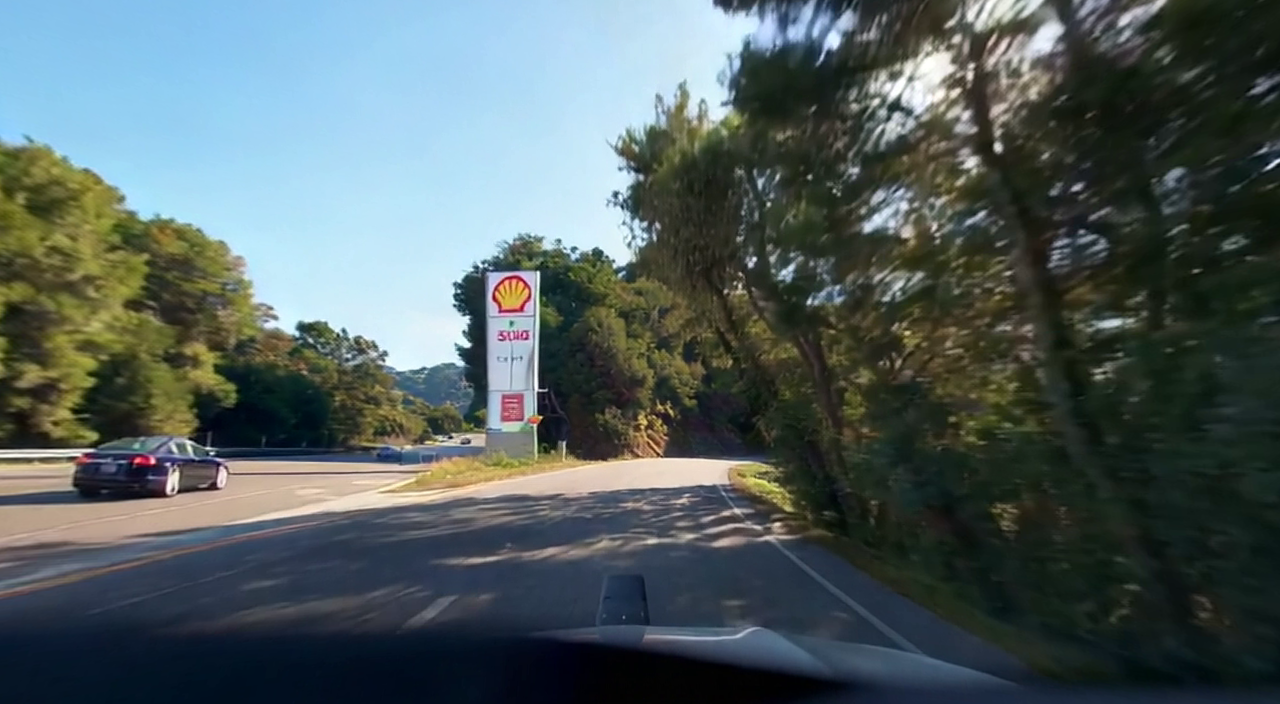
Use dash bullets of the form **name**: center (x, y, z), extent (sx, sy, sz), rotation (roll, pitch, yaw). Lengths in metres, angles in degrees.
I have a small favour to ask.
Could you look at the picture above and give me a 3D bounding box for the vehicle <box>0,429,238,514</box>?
- **vehicle**: center (-11.189, 2.547, 13.967), extent (2.015, 1.517, 4.991), rotation (1, -9, -10)
